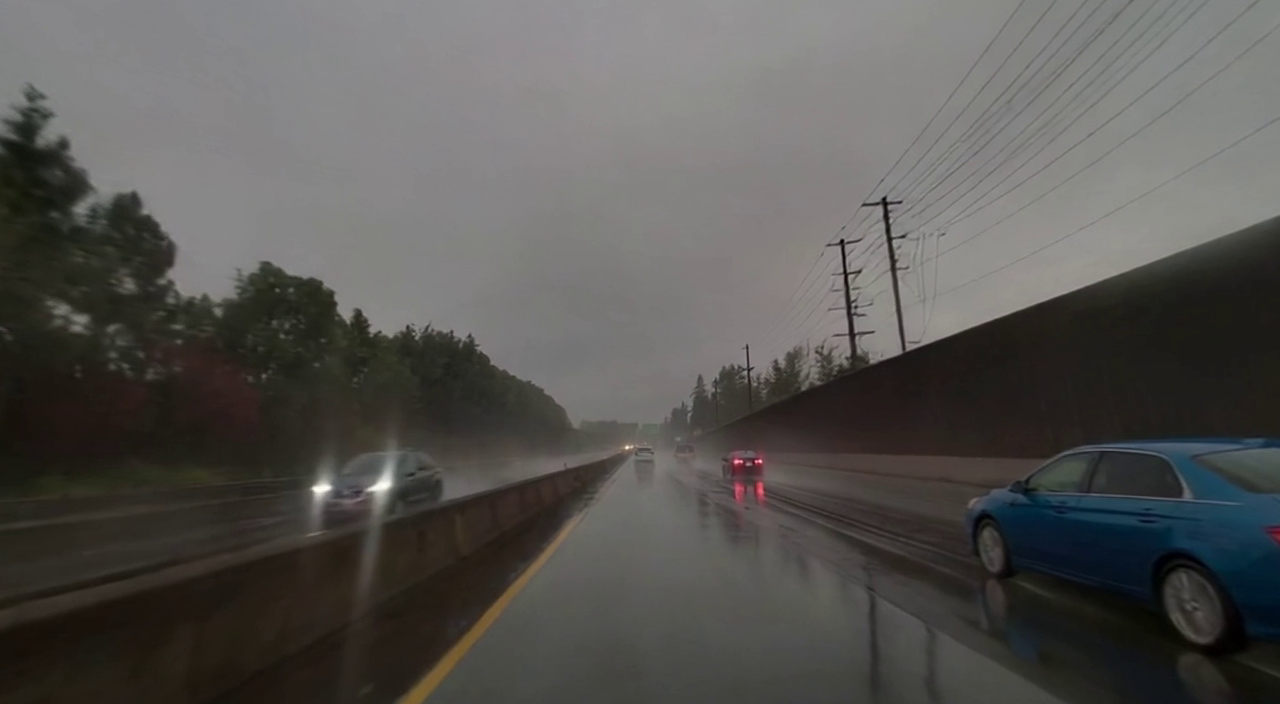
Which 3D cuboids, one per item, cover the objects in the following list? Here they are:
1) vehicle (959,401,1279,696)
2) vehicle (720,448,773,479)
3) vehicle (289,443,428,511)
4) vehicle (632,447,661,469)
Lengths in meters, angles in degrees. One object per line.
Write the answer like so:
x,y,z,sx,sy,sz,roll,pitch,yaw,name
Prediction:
4.438,1.210,4.474,1.997,1.568,4.529,0,-8,0,vehicle
5.250,5.530,31.507,1.881,1.409,4.016,0,-8,-1,vehicle
-7.401,3.279,17.073,1.888,1.605,3.922,0,-8,1,vehicle
0.444,8.120,48.351,2.096,1.583,4.150,0,-8,-1,vehicle
